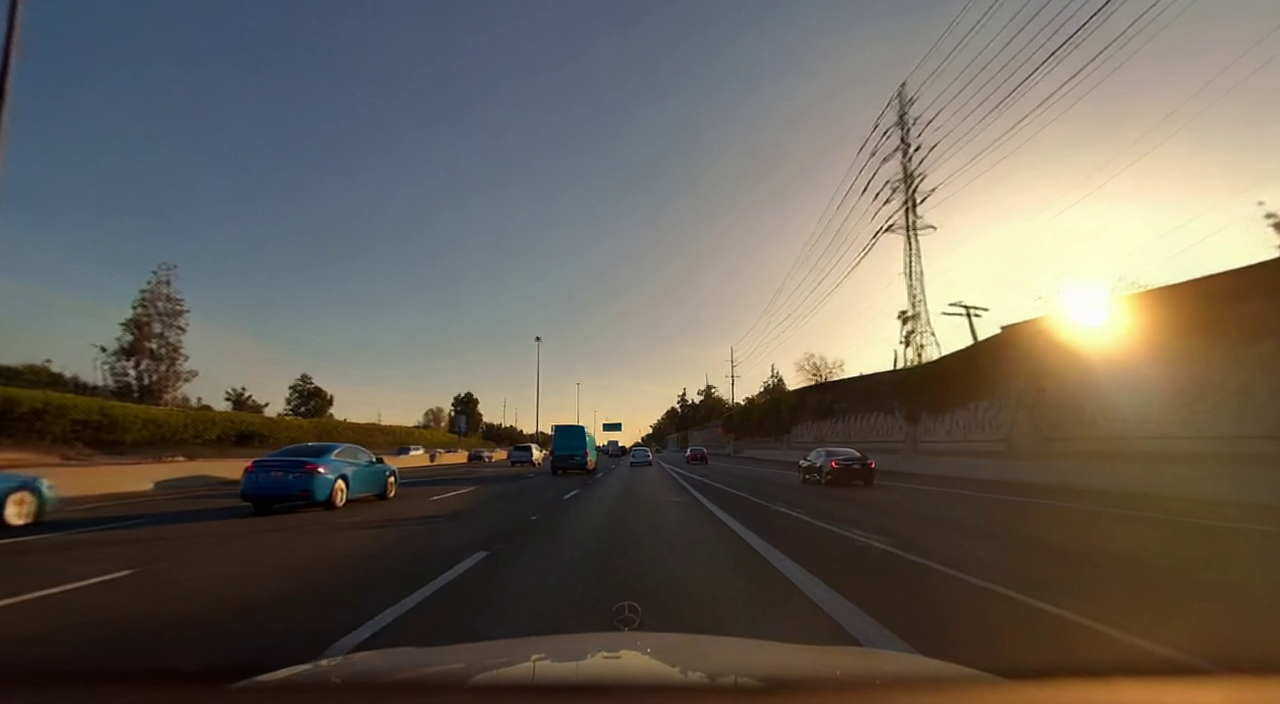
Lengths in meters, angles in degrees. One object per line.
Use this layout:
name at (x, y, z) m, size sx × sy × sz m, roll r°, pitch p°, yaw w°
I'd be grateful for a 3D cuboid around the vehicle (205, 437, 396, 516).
vehicle at (-7.565, 2.801, 14.673) m, size 1.967 × 1.525 × 4.458 m, roll 0°, pitch -9°, yaw 0°

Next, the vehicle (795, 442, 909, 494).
vehicle at (6.702, 3.694, 20.466) m, size 2.052 × 1.470 × 4.364 m, roll 0°, pitch -9°, yaw -2°

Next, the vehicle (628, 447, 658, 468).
vehicle at (0.158, 7.728, 46.305) m, size 2.084 × 1.492 × 4.137 m, roll 0°, pitch -9°, yaw -1°

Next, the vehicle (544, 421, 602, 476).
vehicle at (-3.441, 5.157, 33.749) m, size 2.395 × 2.660 × 5.827 m, roll 0°, pitch -9°, yaw 1°

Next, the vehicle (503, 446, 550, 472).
vehicle at (-6.868, 6.526, 38.534) m, size 1.944 × 1.490 × 4.442 m, roll 0°, pitch -9°, yaw 1°

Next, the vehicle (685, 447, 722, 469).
vehicle at (4.607, 7.720, 46.151) m, size 2.095 × 1.504 × 4.536 m, roll 0°, pitch -9°, yaw -1°
